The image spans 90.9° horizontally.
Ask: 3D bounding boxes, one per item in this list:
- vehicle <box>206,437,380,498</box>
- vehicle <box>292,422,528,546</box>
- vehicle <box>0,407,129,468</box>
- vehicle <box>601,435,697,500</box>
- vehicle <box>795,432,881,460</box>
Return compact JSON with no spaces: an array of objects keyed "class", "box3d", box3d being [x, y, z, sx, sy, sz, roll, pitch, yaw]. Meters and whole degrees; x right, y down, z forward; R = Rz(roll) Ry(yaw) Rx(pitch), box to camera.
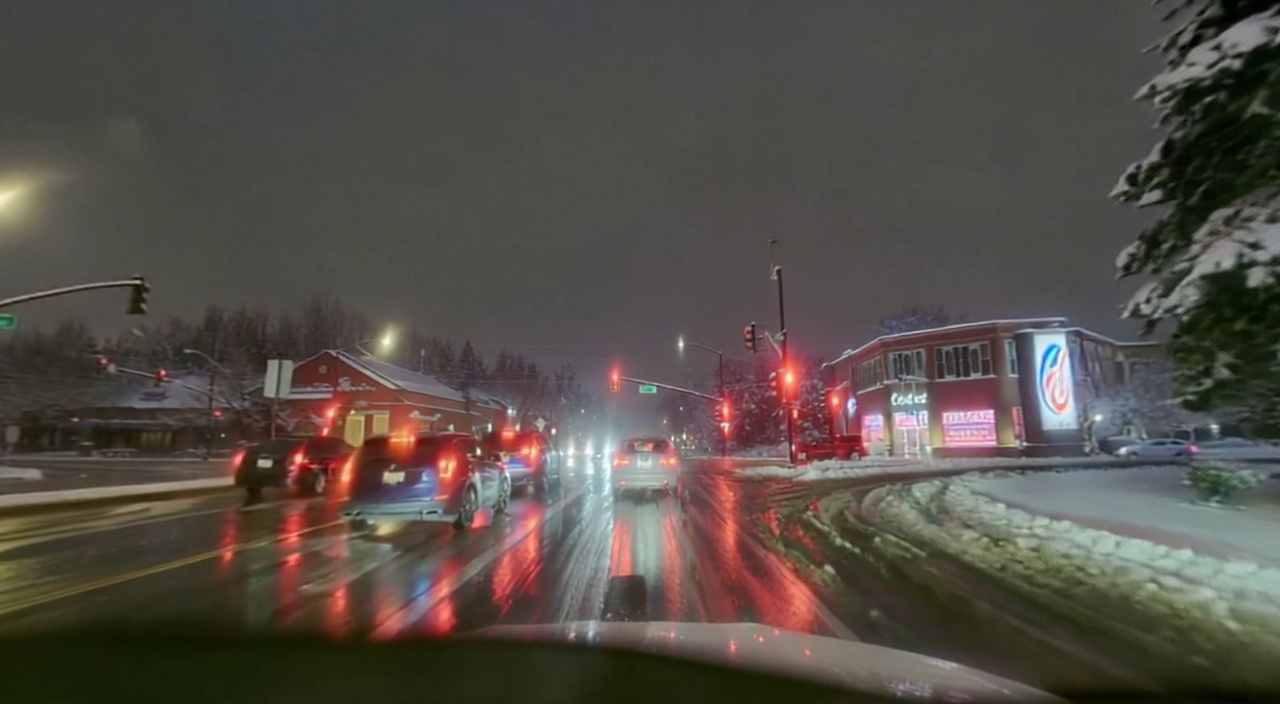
[{"class":"vehicle","box3d":[-9.476,3.170,17.788,2.096,1.474,4.585,-1,-8,4]},{"class":"vehicle","box3d":[-3.265,1.972,10.087,2.029,1.517,4.375,0,-8,1]},{"class":"vehicle","box3d":[-46.178,6.272,45.747,14.685,4.167,2.923,-1,-8,-5]},{"class":"vehicle","box3d":[0.312,2.991,16.813,2.258,1.507,3.896,-1,-8,3]},{"class":"vehicle","box3d":[13.120,6.268,42.057,5.032,1.762,1.982,0,-8,0]}]
